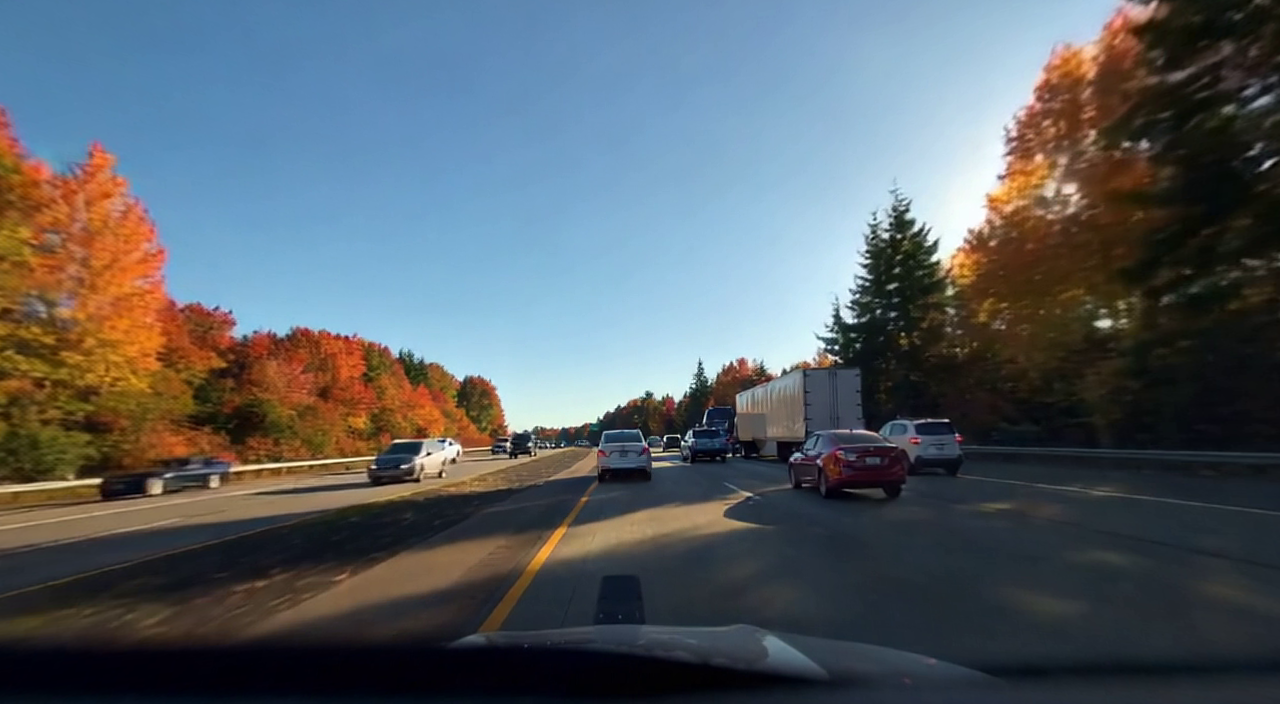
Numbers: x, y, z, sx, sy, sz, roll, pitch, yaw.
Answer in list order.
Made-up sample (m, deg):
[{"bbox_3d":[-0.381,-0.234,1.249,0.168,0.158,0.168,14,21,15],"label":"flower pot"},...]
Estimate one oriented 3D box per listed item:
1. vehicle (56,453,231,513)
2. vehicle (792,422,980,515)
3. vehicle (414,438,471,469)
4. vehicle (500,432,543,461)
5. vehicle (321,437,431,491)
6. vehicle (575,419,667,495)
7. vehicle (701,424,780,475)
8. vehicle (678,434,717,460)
[{"bbox_3d":[-14.925,3.905,19.281,1.976,1.500,4.233,0,-8,-2],"label":"vehicle"},{"bbox_3d":[4.582,2.207,12.505,2.040,1.523,4.068,0,-8,-1],"label":"vehicle"},{"bbox_3d":[-11.769,6.053,37.771,1.990,1.751,4.566,0,-8,-1],"label":"vehicle"},{"bbox_3d":[-8.828,7.081,47.227,2.243,2.051,5.305,0,-8,-1],"label":"vehicle"},{"bbox_3d":[-9.043,3.819,21.972,2.051,1.679,4.148,0,-8,0],"label":"vehicle"},{"bbox_3d":[-0.482,2.699,16.575,2.087,1.709,4.455,0,-8,-2],"label":"vehicle"},{"bbox_3d":[3.585,3.545,23.186,2.147,1.707,3.963,0,-8,-2],"label":"vehicle"},{"bbox_3d":[3.417,5.707,37.993,1.865,1.471,3.916,0,-8,-2],"label":"vehicle"}]
